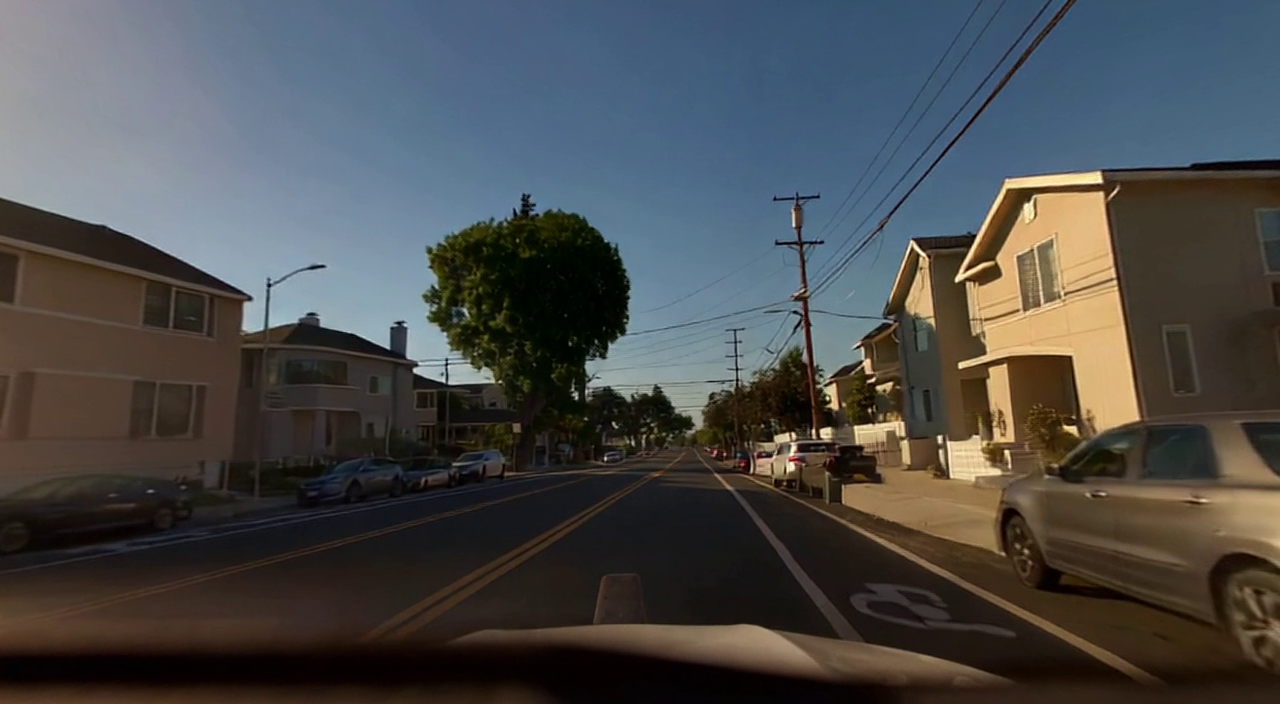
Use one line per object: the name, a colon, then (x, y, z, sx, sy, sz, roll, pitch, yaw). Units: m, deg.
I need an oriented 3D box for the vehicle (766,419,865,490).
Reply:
vehicle: (6.001, 3.598, 22.459, 2.330, 2.160, 5.550, -1, -8, 5)

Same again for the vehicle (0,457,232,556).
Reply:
vehicle: (-10.803, 2.898, 12.203, 2.136, 1.431, 5.197, -7, -9, 5)

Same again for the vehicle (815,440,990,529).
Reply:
vehicle: (5.163, 2.619, 13.325, 1.927, 1.483, 5.100, -1, -8, 5)

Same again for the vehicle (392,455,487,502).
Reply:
vehicle: (-9.039, 5.731, 29.111, 2.089, 1.837, 5.499, -1, -8, 5)

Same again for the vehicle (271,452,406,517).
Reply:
vehicle: (-9.771, 4.282, 20.958, 1.937, 1.837, 4.414, -1, -8, 6)

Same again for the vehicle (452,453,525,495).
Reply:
vehicle: (-8.246, 6.681, 35.086, 2.282, 2.060, 5.738, -1, -8, 4)

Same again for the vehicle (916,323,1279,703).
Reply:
vehicle: (4.227, 1.089, 4.785, 2.199, 1.885, 5.461, -1, -8, 5)
